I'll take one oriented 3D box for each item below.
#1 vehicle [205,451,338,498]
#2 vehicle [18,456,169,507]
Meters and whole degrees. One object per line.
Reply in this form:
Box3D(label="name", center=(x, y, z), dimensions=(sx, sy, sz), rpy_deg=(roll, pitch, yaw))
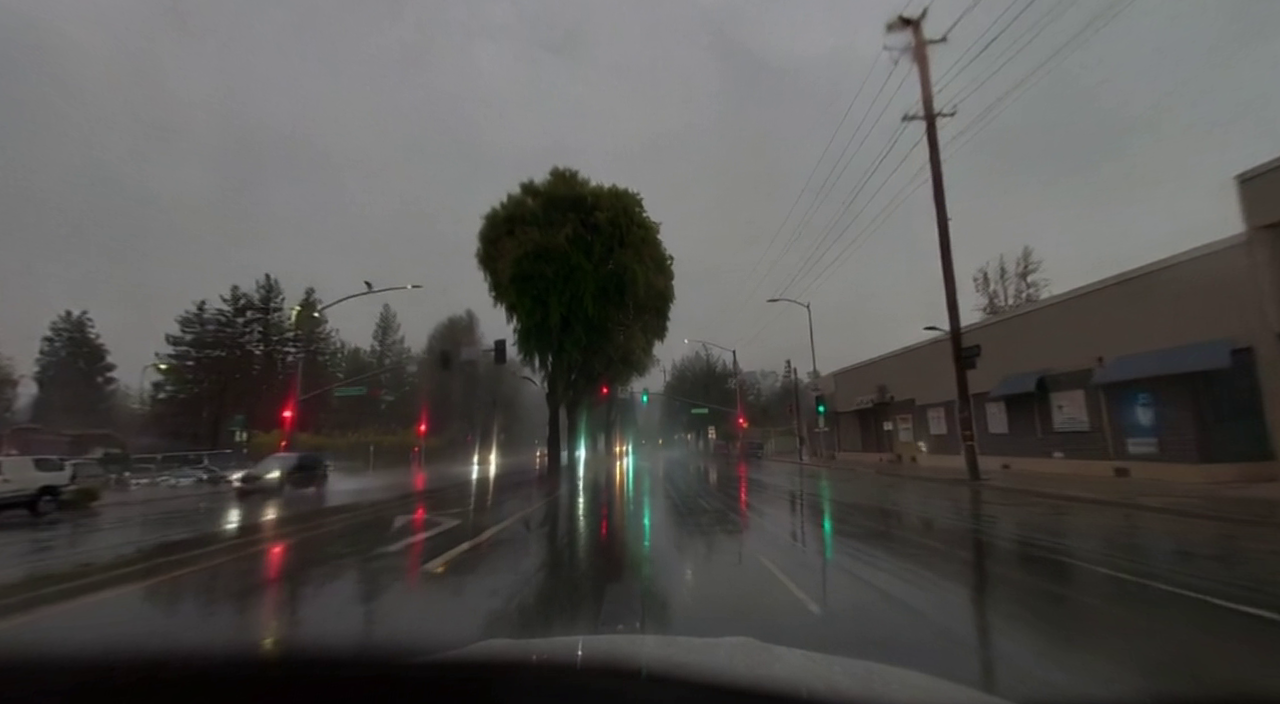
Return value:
Box3D(label="vehicle", center=(-12.894, 4.286, 22.499), dimensions=(2.034, 1.447, 4.484), rpy_deg=(0, -9, 0))
Box3D(label="vehicle", center=(-19.591, 4.612, 22.933), dimensions=(1.851, 1.584, 4.035), rpy_deg=(0, -9, 0))
